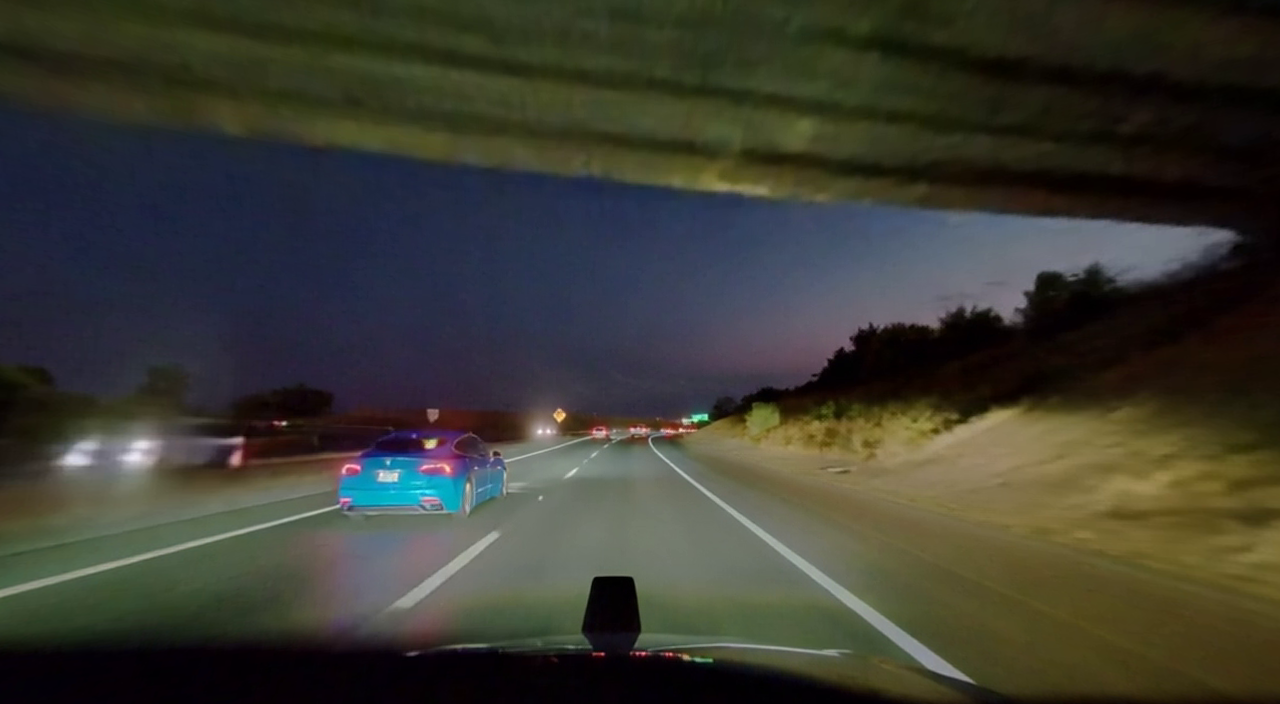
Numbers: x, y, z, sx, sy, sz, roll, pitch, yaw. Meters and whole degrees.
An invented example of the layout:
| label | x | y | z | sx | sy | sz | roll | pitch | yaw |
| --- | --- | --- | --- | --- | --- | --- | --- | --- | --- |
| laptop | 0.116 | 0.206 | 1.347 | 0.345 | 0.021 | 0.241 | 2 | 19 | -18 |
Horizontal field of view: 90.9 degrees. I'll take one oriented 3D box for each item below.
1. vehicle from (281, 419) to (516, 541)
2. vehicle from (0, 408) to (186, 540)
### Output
| label | x | y | z | sx | sy | sz | roll | pitch | yaw |
| --- | --- | --- | --- | --- | --- | --- | --- | --- | --- |
| vehicle | -3.542 | 1.943 | 10.404 | 2.108 | 1.555 | 4.574 | 0 | -7 | -1 |
| vehicle | -9.297 | 1.710 | 9.152 | 2.140 | 1.682 | 4.426 | 0 | -8 | -1 |
